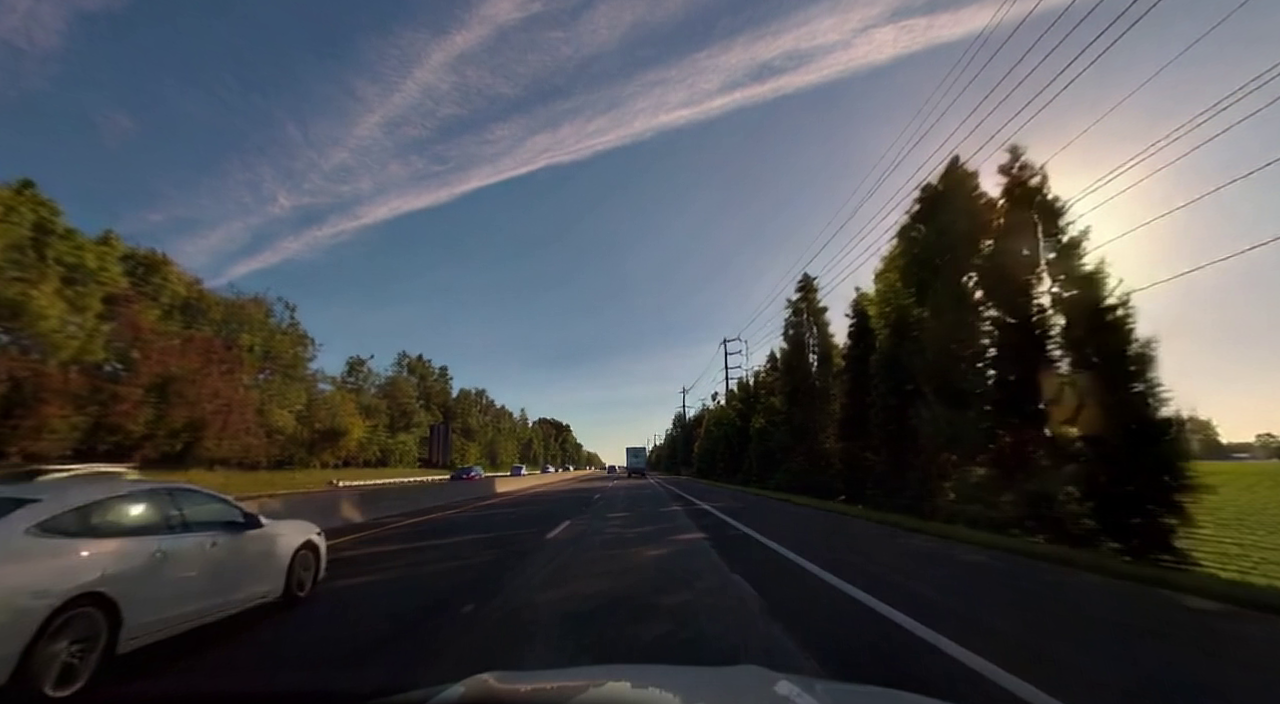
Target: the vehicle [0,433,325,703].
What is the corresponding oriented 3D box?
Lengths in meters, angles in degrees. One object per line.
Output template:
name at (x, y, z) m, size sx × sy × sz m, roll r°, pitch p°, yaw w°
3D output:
vehicle at (-4.013, 1.223, 3.566) m, size 2.000 × 1.462 × 4.721 m, roll 1°, pitch -10°, yaw 0°
